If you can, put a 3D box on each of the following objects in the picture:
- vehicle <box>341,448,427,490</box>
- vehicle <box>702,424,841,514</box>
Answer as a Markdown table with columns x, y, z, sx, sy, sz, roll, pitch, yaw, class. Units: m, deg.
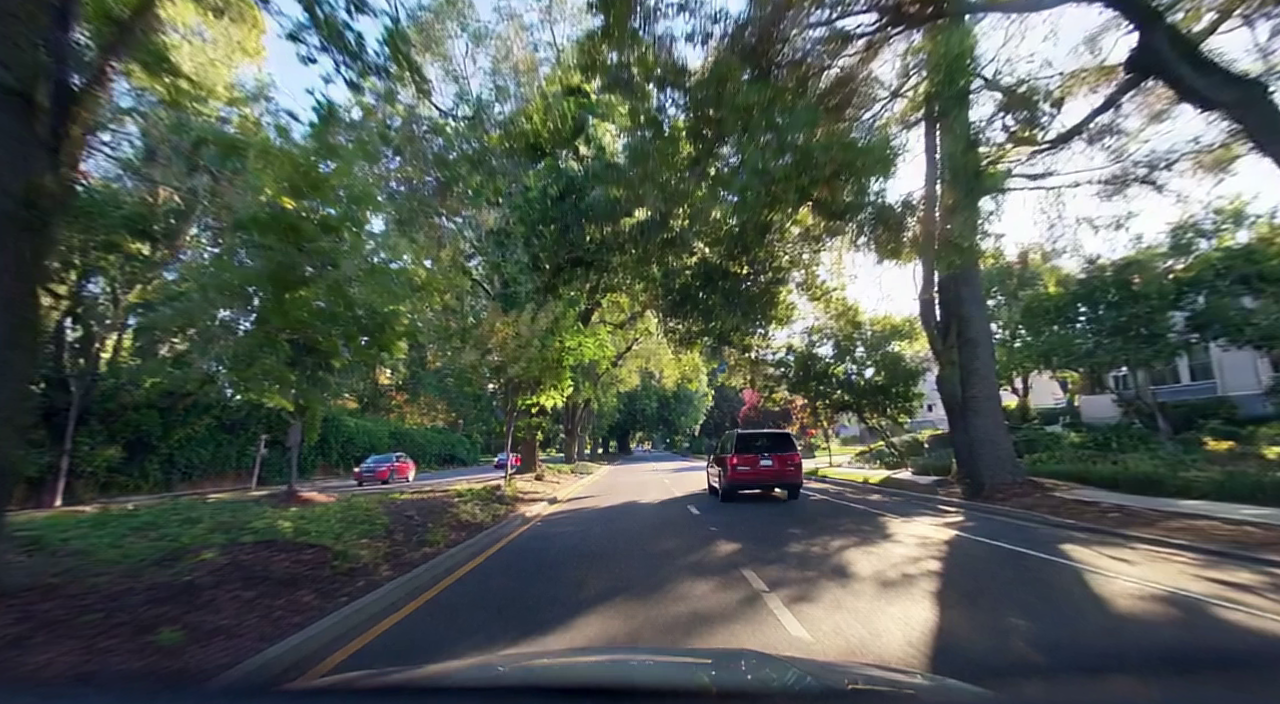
| x | y | z | sx | sy | sz | roll | pitch | yaw | class |
| --- | --- | --- | --- | --- | --- | --- | --- | --- | --- |
| -11.475 | 5.238 | 28.658 | 2.003 | 1.733 | 4.392 | 0 | -9 | 1 | vehicle |
| 2.763 | 2.593 | 14.462 | 2.164 | 1.725 | 4.285 | 0 | -9 | -1 | vehicle |
